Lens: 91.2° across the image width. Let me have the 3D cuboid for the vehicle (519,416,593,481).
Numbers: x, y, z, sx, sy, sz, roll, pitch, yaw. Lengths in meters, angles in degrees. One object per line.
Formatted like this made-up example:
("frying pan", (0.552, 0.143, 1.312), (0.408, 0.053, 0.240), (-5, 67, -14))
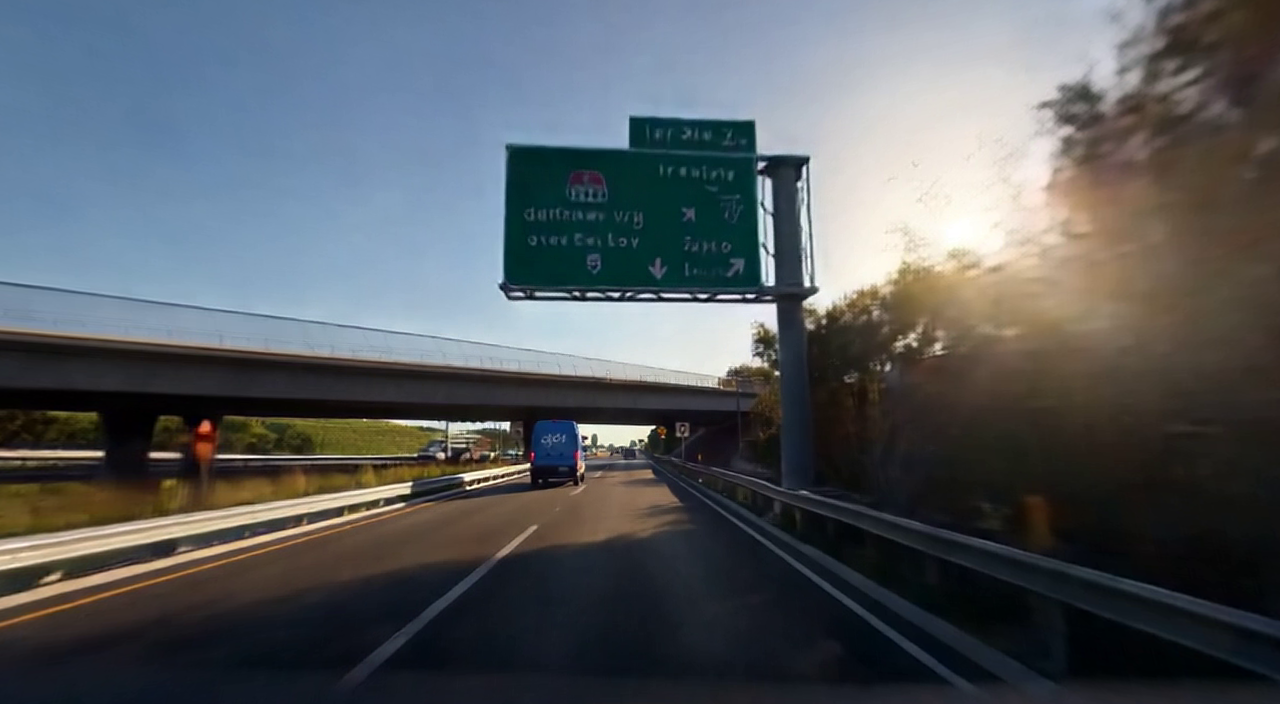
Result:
("vehicle", (-3.735, 4.515, 29.373), (2.463, 2.640, 7.034), (0, -9, 0))

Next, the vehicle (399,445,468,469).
("vehicle", (-14.423, 7.352, 43.994), (4.396, 1.557, 1.952), (2, -9, -14))
